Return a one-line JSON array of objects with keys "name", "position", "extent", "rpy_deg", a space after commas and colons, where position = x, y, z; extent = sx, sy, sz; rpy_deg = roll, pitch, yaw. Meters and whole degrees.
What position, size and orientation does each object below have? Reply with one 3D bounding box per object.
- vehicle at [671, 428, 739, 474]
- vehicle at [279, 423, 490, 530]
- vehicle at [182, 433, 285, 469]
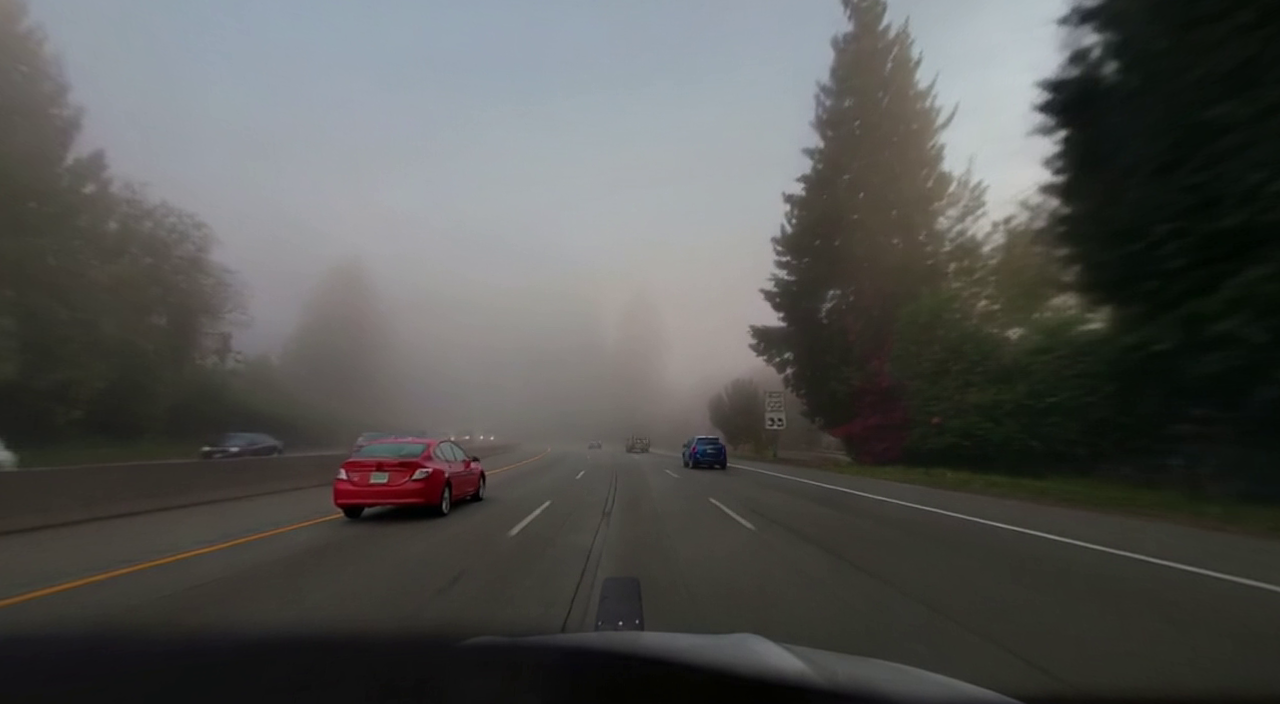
[{"name": "vehicle", "position": [2.528, 3.966, 25.476], "extent": [2.092, 1.686, 4.188], "rpy_deg": [0, -8, -3]}, {"name": "vehicle", "position": [-4.268, 2.146, 11.462], "extent": [2.036, 1.528, 4.400], "rpy_deg": [0, -8, -1]}, {"name": "vehicle", "position": [-17.686, 4.330, 27.632], "extent": [1.910, 1.461, 3.908], "rpy_deg": [0, -8, 0]}]
